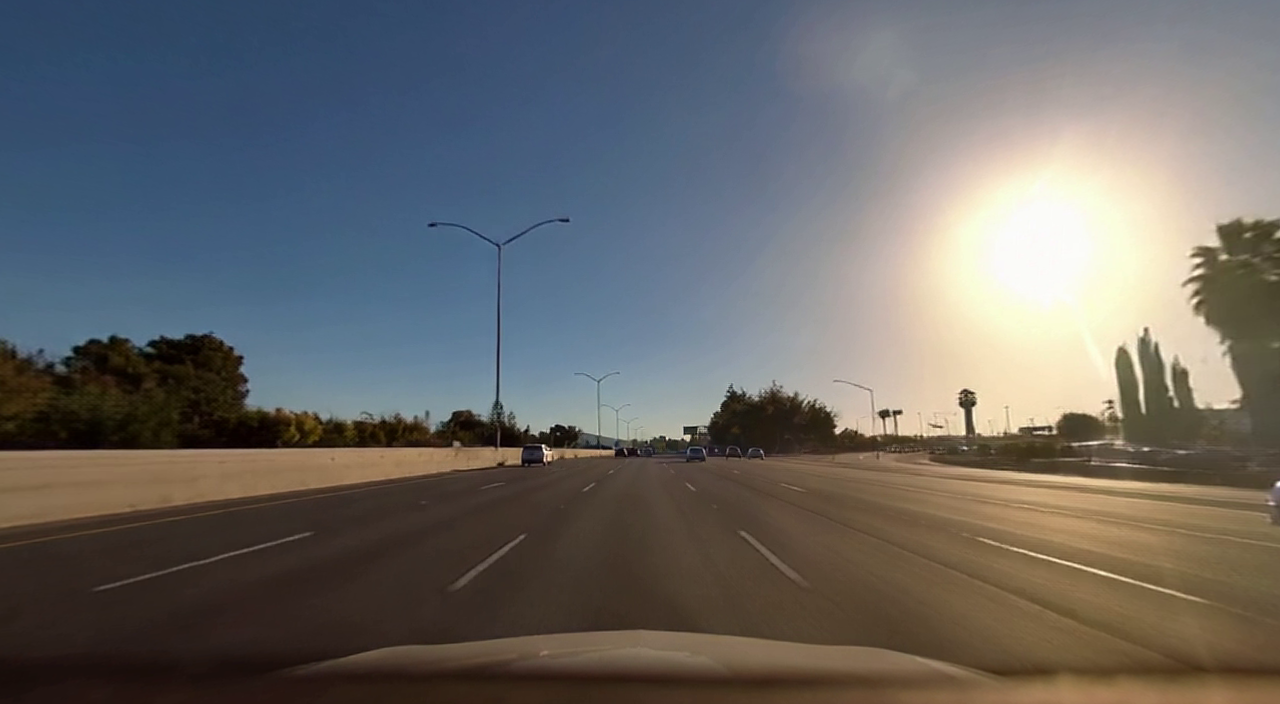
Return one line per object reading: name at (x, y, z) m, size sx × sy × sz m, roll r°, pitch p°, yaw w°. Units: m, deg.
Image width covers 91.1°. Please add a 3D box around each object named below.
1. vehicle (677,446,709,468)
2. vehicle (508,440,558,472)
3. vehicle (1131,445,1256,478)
vehicle at (3.750, 7.441, 44.621) m, size 1.950 × 1.453 × 3.378 m, roll 0°, pitch -9°, yaw -1°
vehicle at (-6.265, 6.100, 37.157) m, size 2.091 × 1.746 × 4.437 m, roll 0°, pitch -9°, yaw 1°
vehicle at (36.671, 7.205, 41.767) m, size 2.387 × 1.982 × 5.758 m, roll 7°, pitch -11°, yaw -38°
